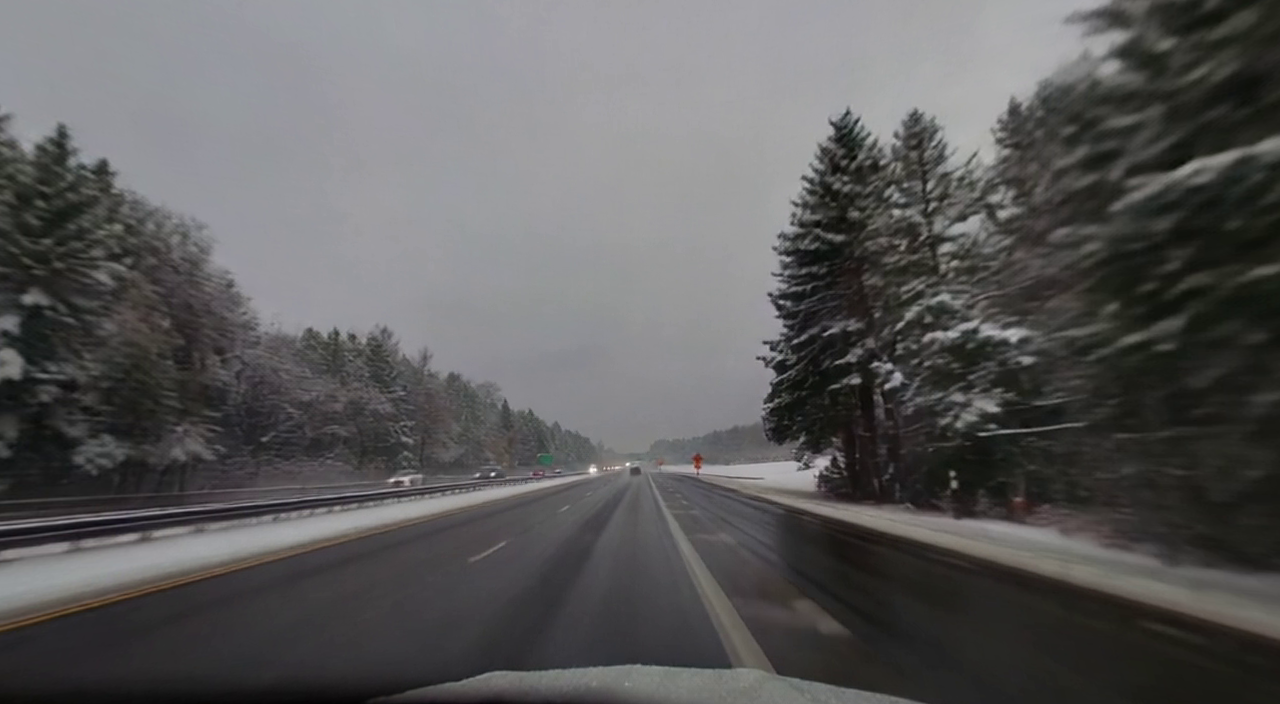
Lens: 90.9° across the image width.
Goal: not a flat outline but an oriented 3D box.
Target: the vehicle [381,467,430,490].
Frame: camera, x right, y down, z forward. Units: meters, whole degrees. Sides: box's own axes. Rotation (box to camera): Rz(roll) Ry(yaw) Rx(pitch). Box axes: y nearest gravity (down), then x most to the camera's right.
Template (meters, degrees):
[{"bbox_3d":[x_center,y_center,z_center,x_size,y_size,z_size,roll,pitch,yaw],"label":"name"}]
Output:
[{"bbox_3d":[-16.887,9.144,45.557,1.867,1.516,4.304,0,-11,1],"label":"vehicle"}]
